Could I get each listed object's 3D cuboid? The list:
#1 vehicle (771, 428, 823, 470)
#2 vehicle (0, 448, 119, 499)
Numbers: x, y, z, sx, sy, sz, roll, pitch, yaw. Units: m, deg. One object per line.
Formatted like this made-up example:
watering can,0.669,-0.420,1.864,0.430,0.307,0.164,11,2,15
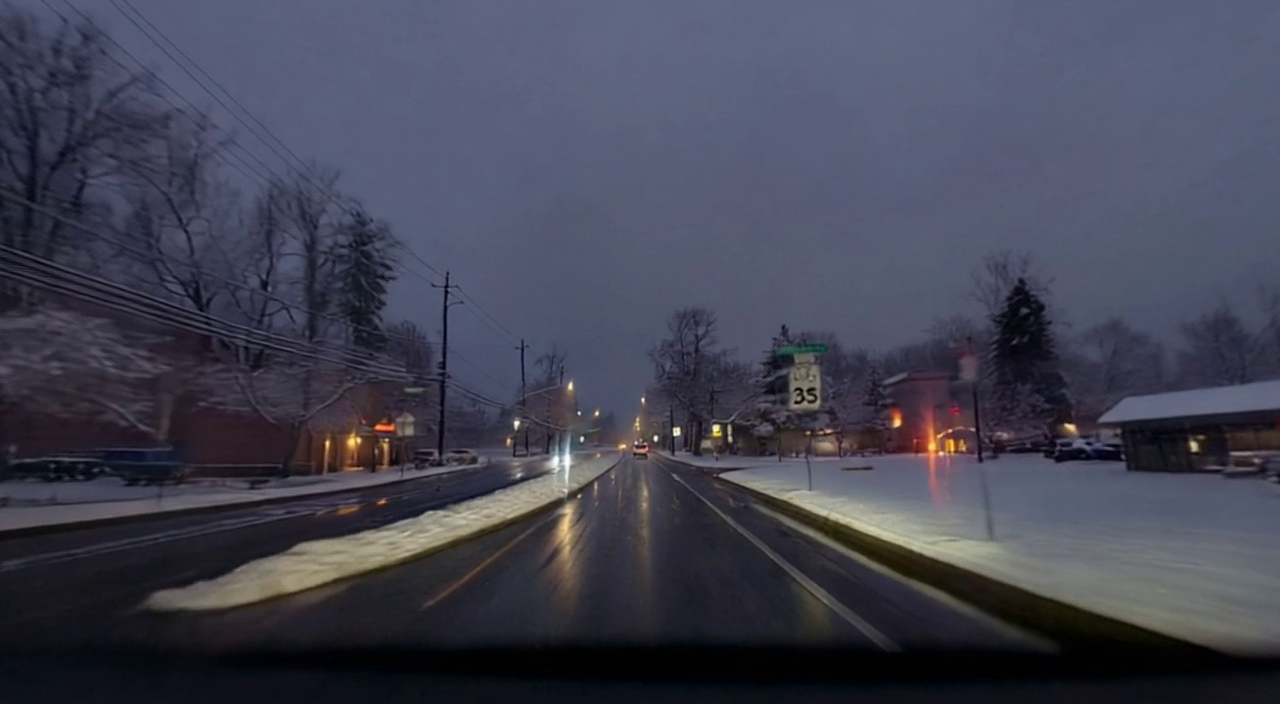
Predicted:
vehicle,11.255,7.055,45.677,2.001,1.744,4.449,-4,-23,-9
vehicle,-20.083,3.989,21.162,2.061,1.475,4.357,1,-8,-10
